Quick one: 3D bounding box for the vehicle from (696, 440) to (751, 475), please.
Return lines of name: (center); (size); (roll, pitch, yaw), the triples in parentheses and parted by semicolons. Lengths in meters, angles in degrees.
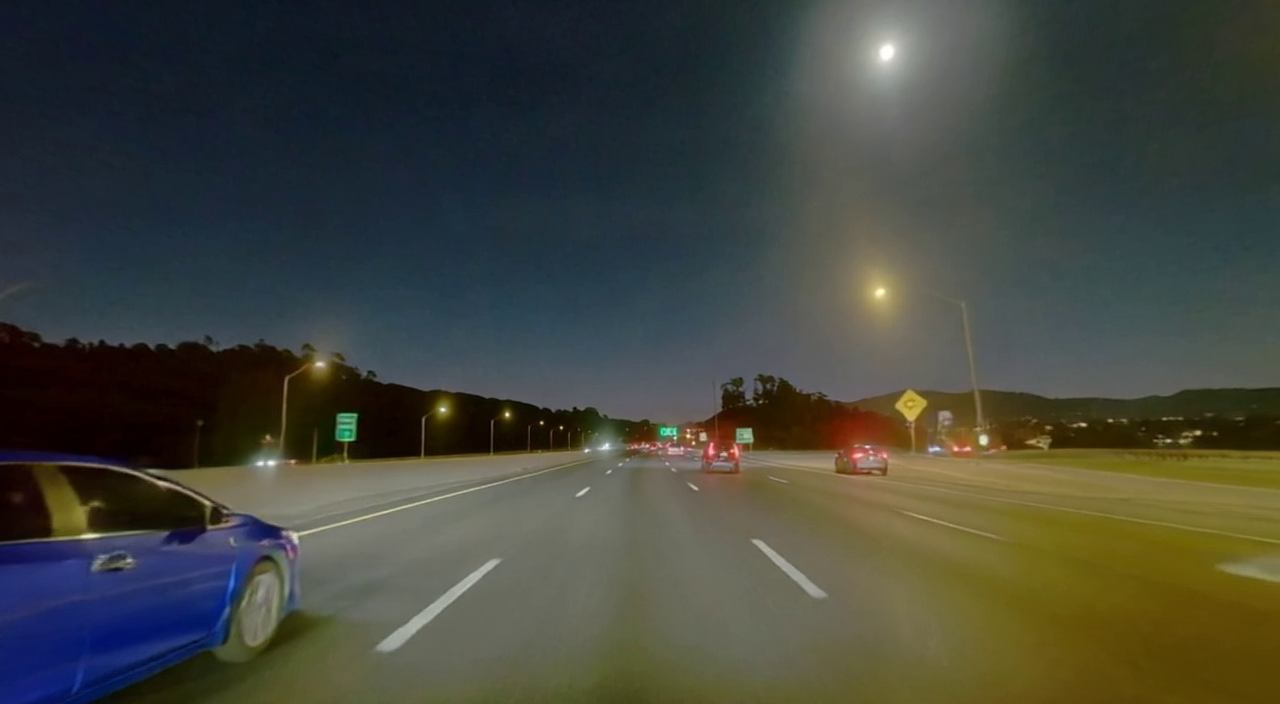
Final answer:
vehicle: (3.783, 4.860, 29.269); (1.916, 1.469, 4.481); (-1, -9, 0)
